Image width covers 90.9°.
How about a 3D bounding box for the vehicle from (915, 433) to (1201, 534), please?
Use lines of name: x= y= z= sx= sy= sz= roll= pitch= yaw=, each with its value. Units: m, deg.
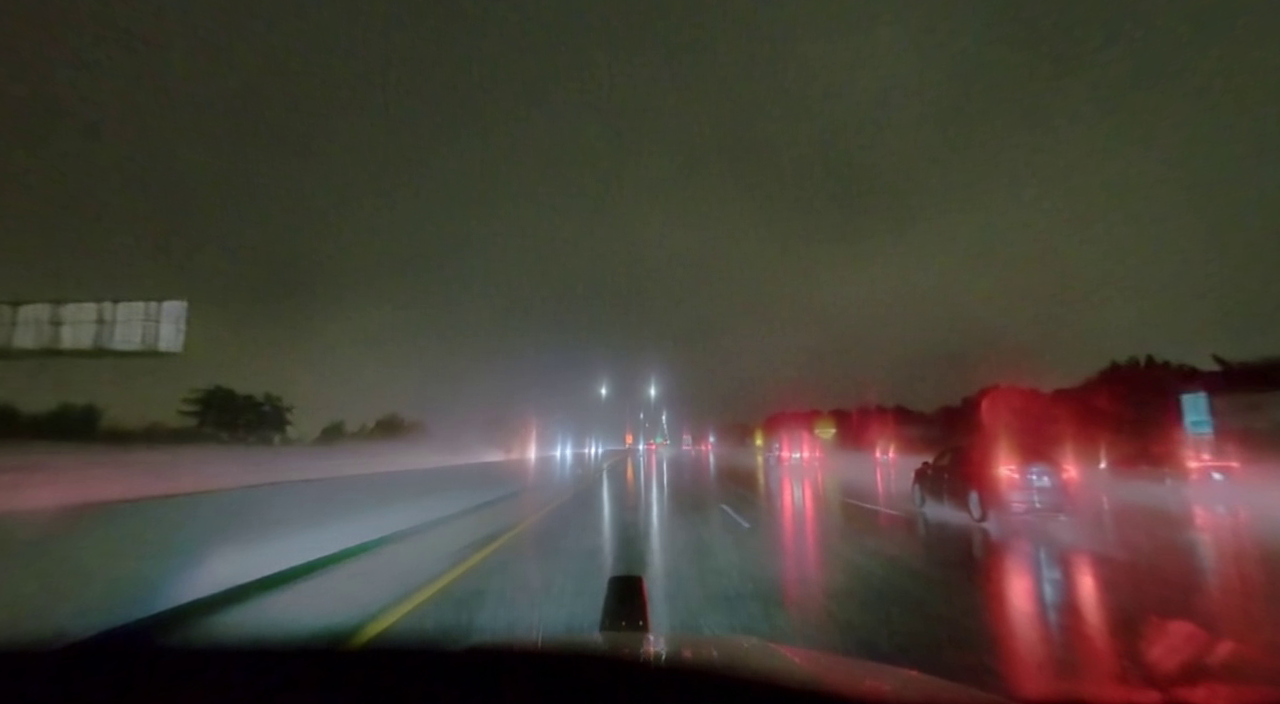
vehicle: x=7.437 y=2.351 z=12.067 sx=2.093 sy=1.525 sz=4.865 roll=0 pitch=-8 yaw=-1
